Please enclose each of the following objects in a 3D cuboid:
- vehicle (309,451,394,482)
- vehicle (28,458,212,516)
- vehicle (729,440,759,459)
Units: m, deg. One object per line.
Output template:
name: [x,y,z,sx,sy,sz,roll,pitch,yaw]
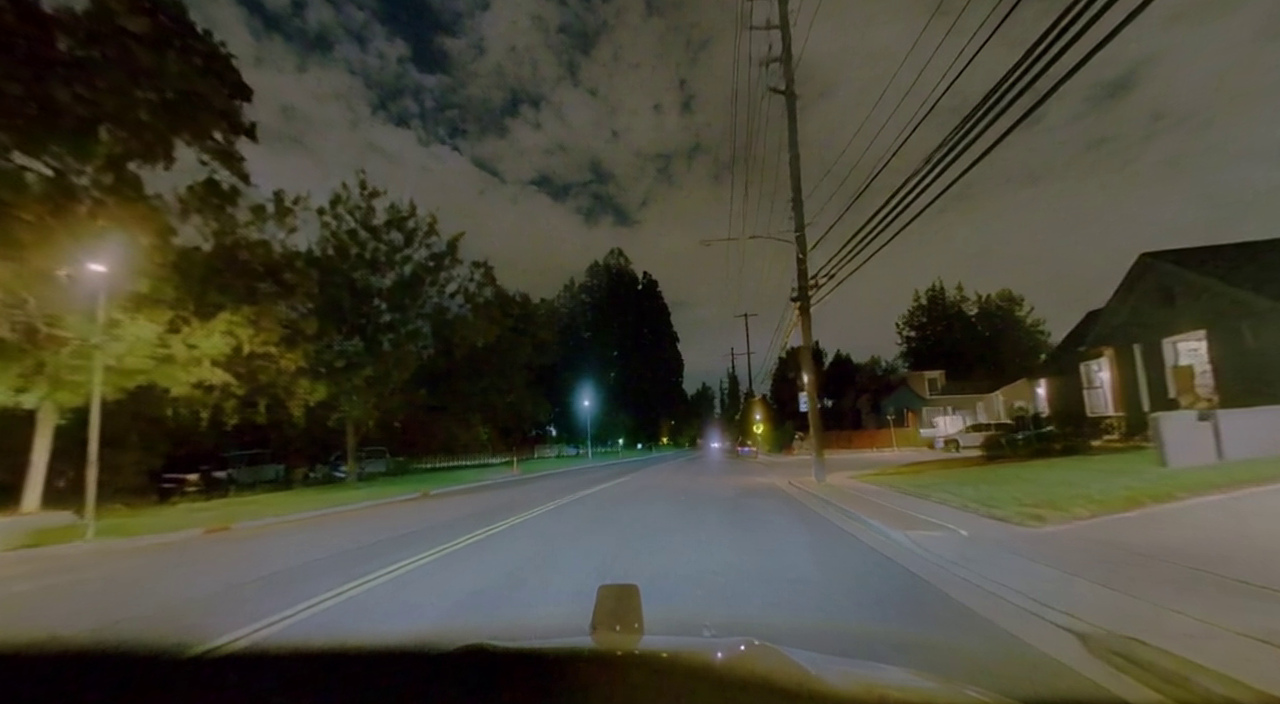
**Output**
vehicle: [-16.070,6.403,35.444,4.123,1.603,1.906,3,-9,-20]
vehicle: [-18.022,4.656,22.252,4.675,1.442,1.906,-1,-7,-27]
vehicle: [8.057,7.590,49.190,1.990,1.435,4.526,-1,-8,6]
